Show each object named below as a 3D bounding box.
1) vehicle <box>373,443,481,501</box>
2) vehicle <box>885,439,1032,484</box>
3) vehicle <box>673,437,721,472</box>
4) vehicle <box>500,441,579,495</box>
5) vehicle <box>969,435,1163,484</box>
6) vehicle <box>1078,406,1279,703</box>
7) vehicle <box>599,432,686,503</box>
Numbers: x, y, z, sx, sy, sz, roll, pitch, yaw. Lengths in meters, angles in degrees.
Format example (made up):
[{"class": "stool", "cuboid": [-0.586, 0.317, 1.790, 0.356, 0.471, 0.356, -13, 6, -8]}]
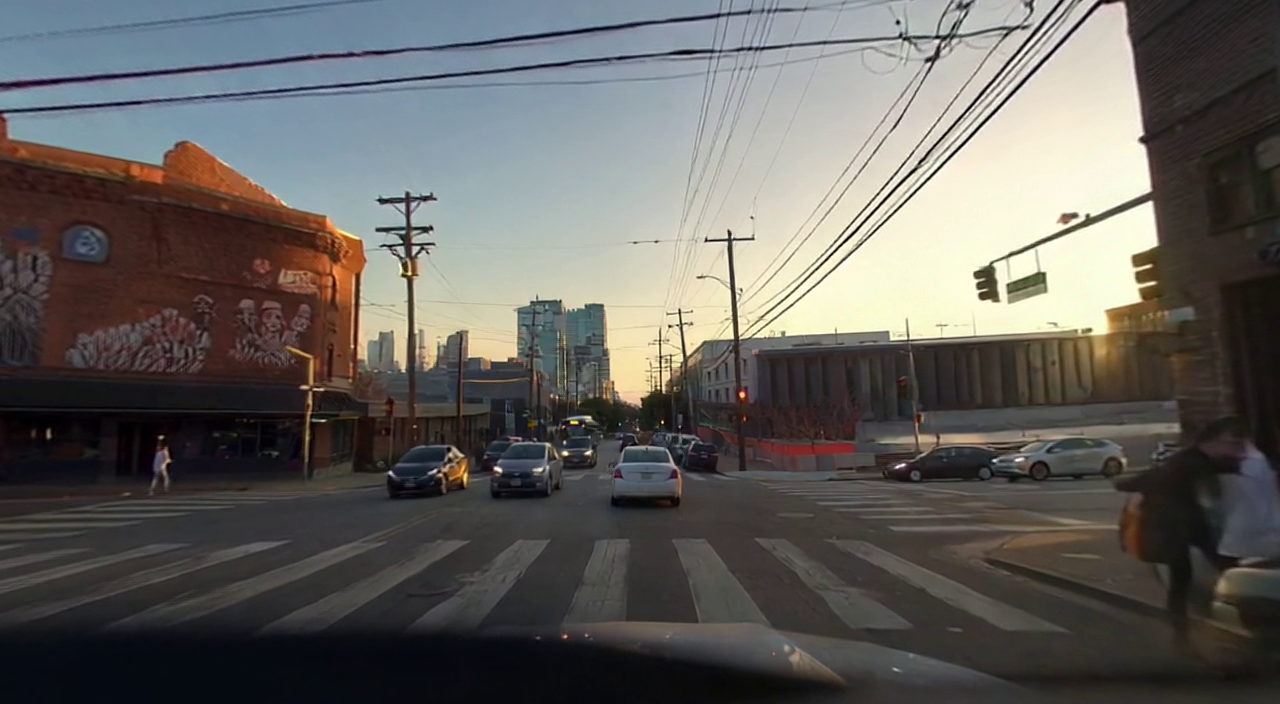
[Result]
[{"class": "vehicle", "cuboid": [-7.096, 4.014, 21.731, 1.892, 1.706, 5.224, 0, -8, 0]}, {"class": "vehicle", "cuboid": [12.206, 4.220, 24.500, 4.576, 1.650, 1.980, -1, -9, 2]}, {"class": "vehicle", "cuboid": [3.033, 5.652, 34.745, 2.171, 1.751, 4.373, 0, -9, -1]}, {"class": "vehicle", "cuboid": [-3.364, 3.941, 21.867, 2.055, 1.660, 3.954, 0, -8, 0]}, {"class": "vehicle", "cuboid": [14.254, 3.619, 21.372, 5.045, 1.527, 2.107, 0, -9, -1]}, {"class": "vehicle", "cuboid": [3.487, 0.799, 1.257, 1.949, 1.521, 4.445, 0, -8, -1]}, {"class": "vehicle", "cuboid": [0.053, 3.227, 18.058, 2.190, 1.783, 4.048, 0, -8, 0]}]
